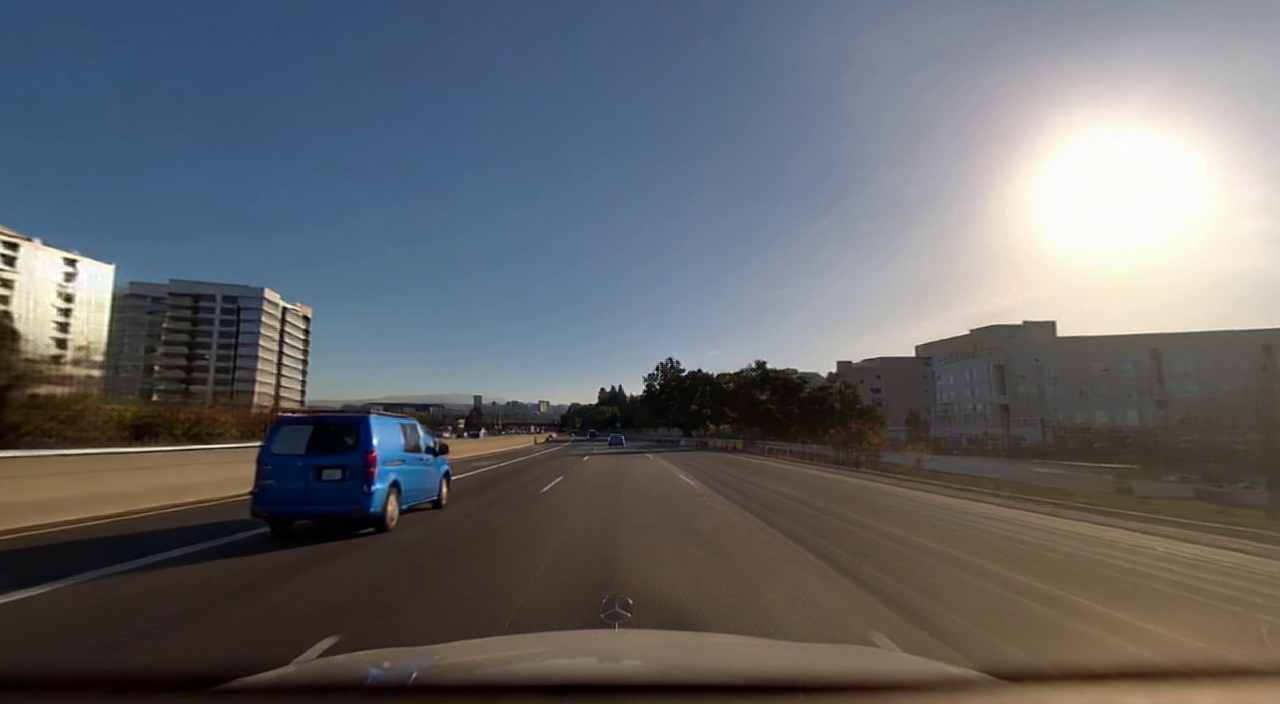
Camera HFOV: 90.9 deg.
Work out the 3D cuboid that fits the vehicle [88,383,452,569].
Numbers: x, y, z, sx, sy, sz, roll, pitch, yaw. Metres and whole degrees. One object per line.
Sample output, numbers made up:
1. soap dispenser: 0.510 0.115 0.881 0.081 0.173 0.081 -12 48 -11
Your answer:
1. vehicle: -4.365 1.529 8.664 2.219 1.827 4.738 0 -7 -2
